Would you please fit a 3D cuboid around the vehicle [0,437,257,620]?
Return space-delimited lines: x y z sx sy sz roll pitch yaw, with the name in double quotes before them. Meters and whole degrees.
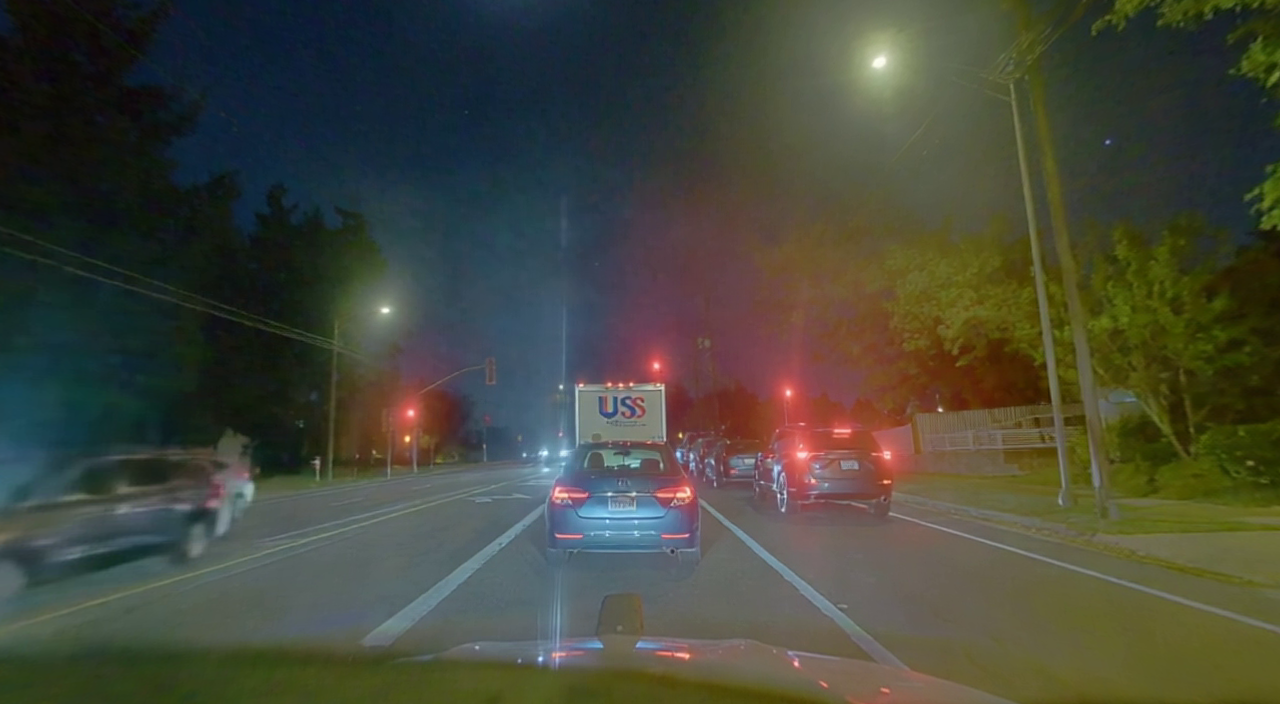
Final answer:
"vehicle" -6.275 1.647 6.406 1.800 1.520 4.691 0 -8 0

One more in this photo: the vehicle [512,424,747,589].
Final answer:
"vehicle" -0.150 1.718 7.927 2.135 1.483 4.207 0 -8 -2

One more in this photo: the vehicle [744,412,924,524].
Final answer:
"vehicle" 3.603 2.256 12.822 2.145 1.847 4.524 0 -8 -1
